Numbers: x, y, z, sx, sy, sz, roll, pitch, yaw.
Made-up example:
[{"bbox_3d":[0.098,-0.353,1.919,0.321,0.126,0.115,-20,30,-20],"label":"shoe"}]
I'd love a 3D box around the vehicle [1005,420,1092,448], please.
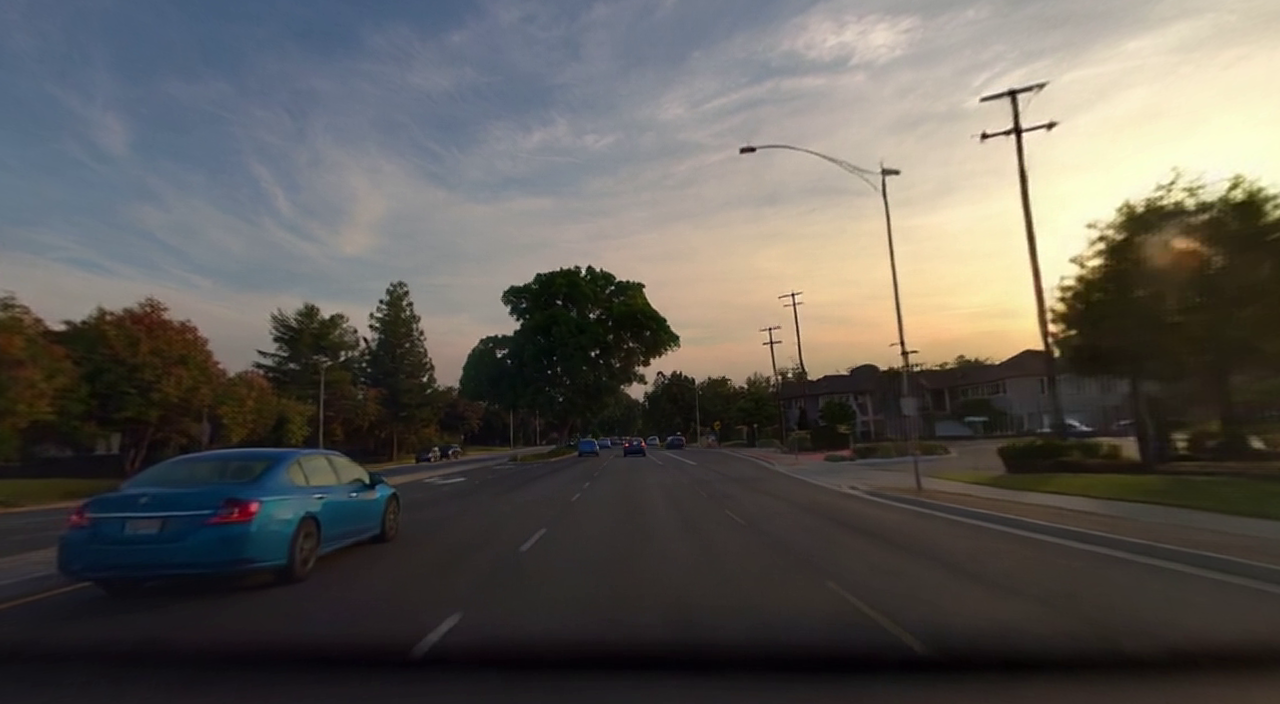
[{"bbox_3d":[23.711,4.810,36.850,1.754,1.504,4.090,2,-9,-14],"label":"vehicle"}]

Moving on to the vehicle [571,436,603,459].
[{"bbox_3d":[-3.800,6.936,45.910,2.000,1.569,3.794,0,-8,-1],"label":"vehicle"}]

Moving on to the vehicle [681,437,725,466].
[{"bbox_3d":[3.346,5.397,34.368,1.830,1.451,4.009,0,-8,-2],"label":"vehicle"}]

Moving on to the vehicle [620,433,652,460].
[{"bbox_3d":[-0.287,6.414,42.865,2.043,1.734,4.253,0,-8,-1],"label":"vehicle"}]

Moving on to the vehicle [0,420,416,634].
[{"bbox_3d":[-4.014,1.542,6.693,1.844,1.451,4.543,0,-8,-3],"label":"vehicle"}]
